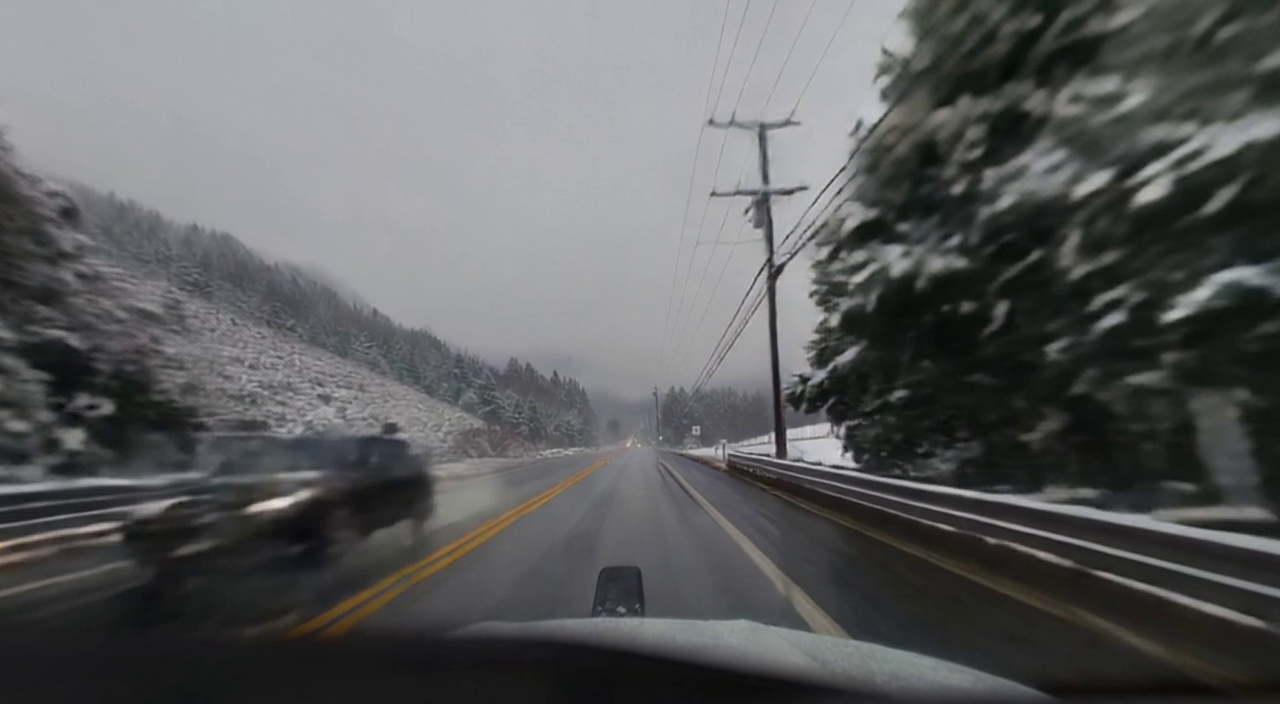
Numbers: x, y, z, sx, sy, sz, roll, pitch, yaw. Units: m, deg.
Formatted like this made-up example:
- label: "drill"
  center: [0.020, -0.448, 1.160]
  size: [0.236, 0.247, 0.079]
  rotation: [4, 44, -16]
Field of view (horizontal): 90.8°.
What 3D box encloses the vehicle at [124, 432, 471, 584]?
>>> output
- label: "vehicle"
  center: [-3.993, 1.895, 8.590]
  size: [2.074, 1.472, 4.658]
  rotation: [0, -9, 1]
